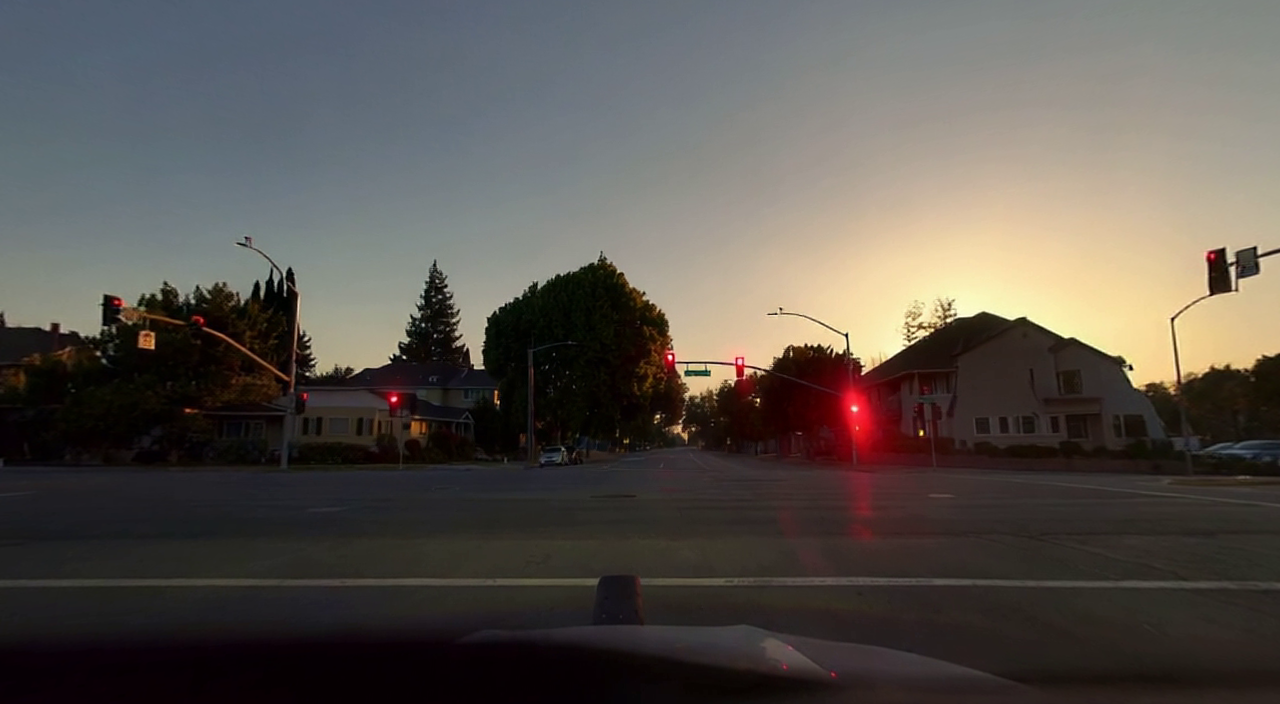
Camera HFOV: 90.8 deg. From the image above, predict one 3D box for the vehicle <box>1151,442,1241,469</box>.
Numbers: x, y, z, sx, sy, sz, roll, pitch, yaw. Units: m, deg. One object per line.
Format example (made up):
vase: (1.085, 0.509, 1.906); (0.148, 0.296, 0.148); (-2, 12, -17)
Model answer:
vehicle: (36.789, 6.846, 41.942); (1.853, 1.723, 4.460); (0, -9, 0)

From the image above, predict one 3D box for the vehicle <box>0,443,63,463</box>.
vehicle: (-44.294, 7.270, 45.403); (3.949, 1.422, 1.744); (0, -9, 1)
